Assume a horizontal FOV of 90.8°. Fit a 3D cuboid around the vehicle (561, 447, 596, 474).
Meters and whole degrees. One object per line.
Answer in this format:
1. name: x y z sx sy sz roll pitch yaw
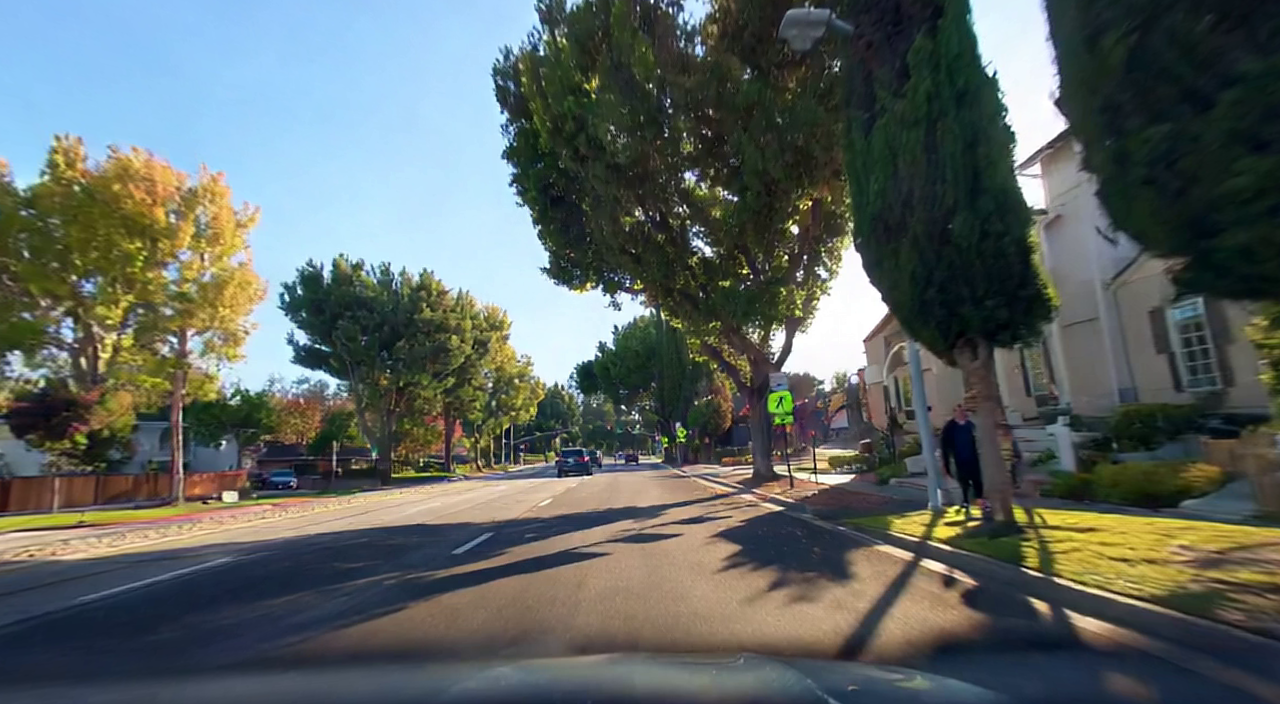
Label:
1. vehicle: -4.258 7.560 44.211 2.065 1.714 4.272 0 -9 0
